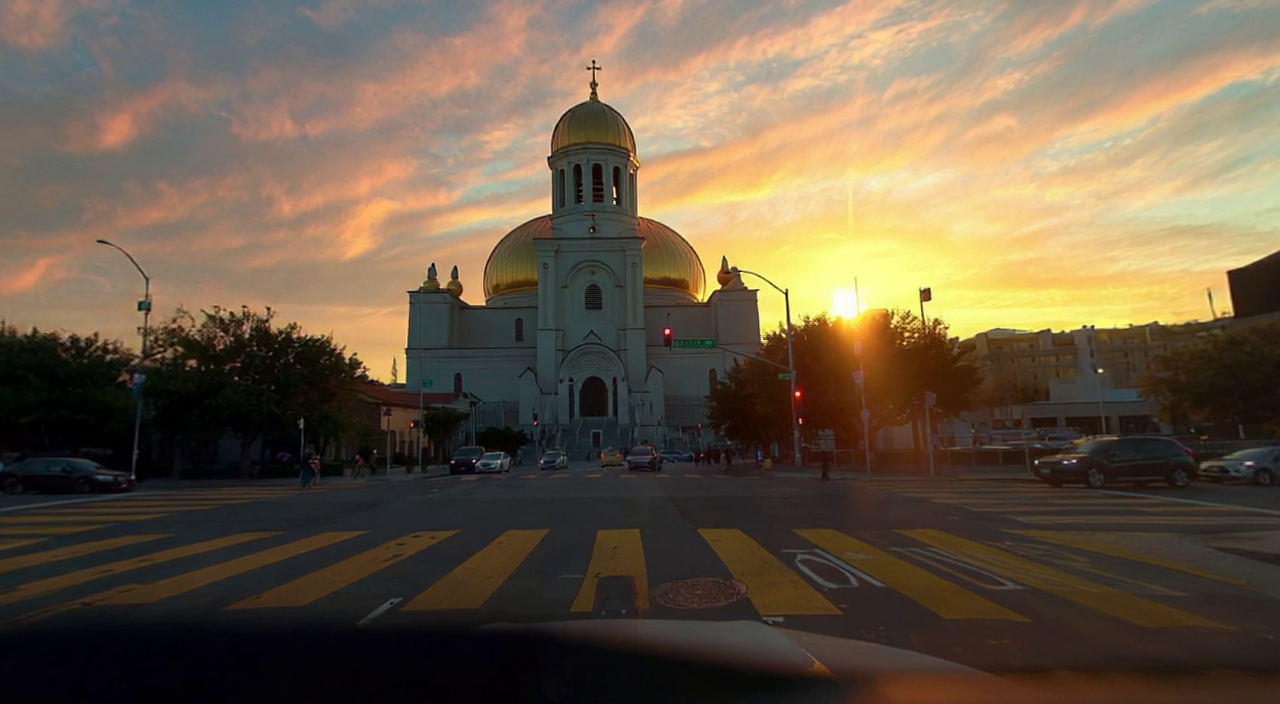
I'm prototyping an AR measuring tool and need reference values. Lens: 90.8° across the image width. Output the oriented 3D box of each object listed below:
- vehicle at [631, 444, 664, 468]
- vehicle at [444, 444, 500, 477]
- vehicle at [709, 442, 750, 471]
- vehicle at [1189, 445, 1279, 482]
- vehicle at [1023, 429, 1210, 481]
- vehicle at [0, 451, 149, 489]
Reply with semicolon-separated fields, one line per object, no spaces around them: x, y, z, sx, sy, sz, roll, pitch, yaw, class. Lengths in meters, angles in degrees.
0.641;7.970;48.742;2.051;1.724;4.567;-1;-9;6;vehicle
-10.260;6.609;38.940;2.076;1.876;4.669;0;-8;1;vehicle
5.799;6.860;41.511;1.969;1.776;4.329;0;-8;-2;vehicle
26.359;4.679;26.688;4.561;1.475;1.850;0;-8;0;vehicle
19.848;4.304;26.580;5.852;2.057;2.361;0;-8;0;vehicle
-23.378;4.862;26.203;4.479;1.476;1.873;0;-8;1;vehicle
